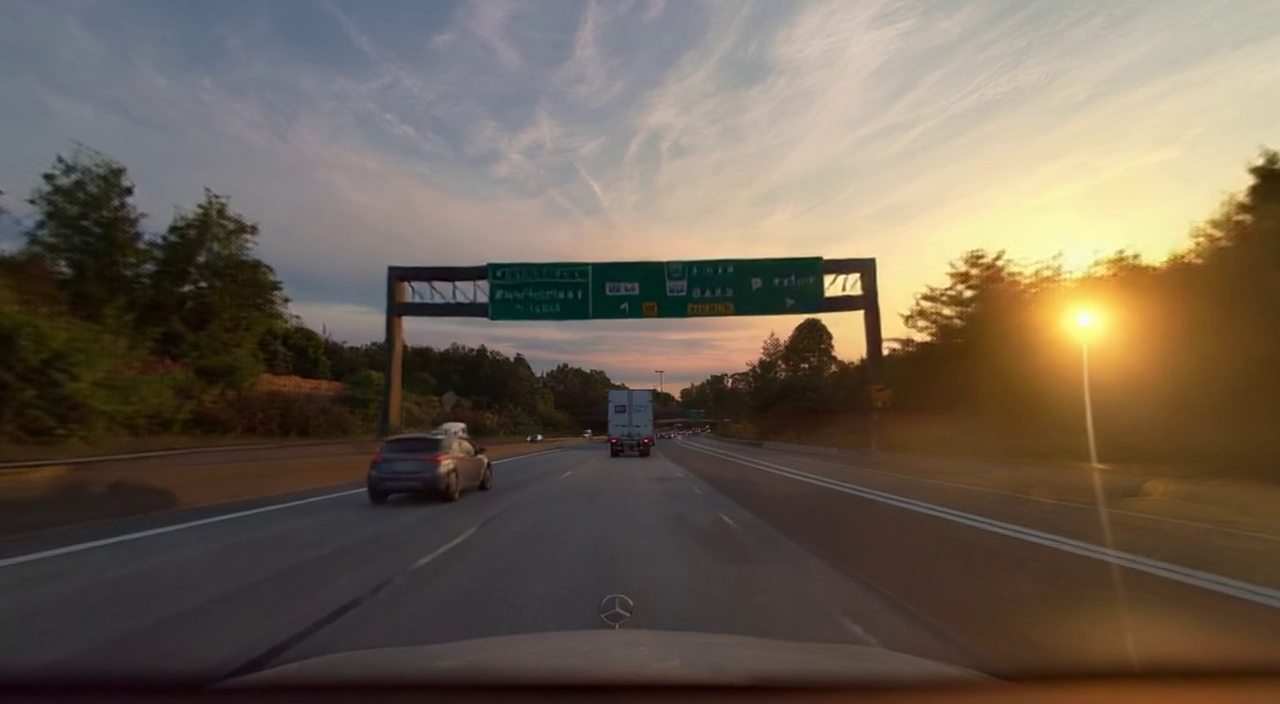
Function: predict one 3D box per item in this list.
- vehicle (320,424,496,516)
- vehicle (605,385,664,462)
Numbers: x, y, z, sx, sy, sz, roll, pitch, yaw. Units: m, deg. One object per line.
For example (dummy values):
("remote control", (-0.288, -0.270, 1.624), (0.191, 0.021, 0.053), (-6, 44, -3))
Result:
("vehicle", (-4.242, 2.196, 12.315), (1.931, 1.479, 4.083), (0, -8, -1))
("vehicle", (-0.396, 4.022, 34.750), (2.855, 3.741, 8.587), (0, -8, -2))
